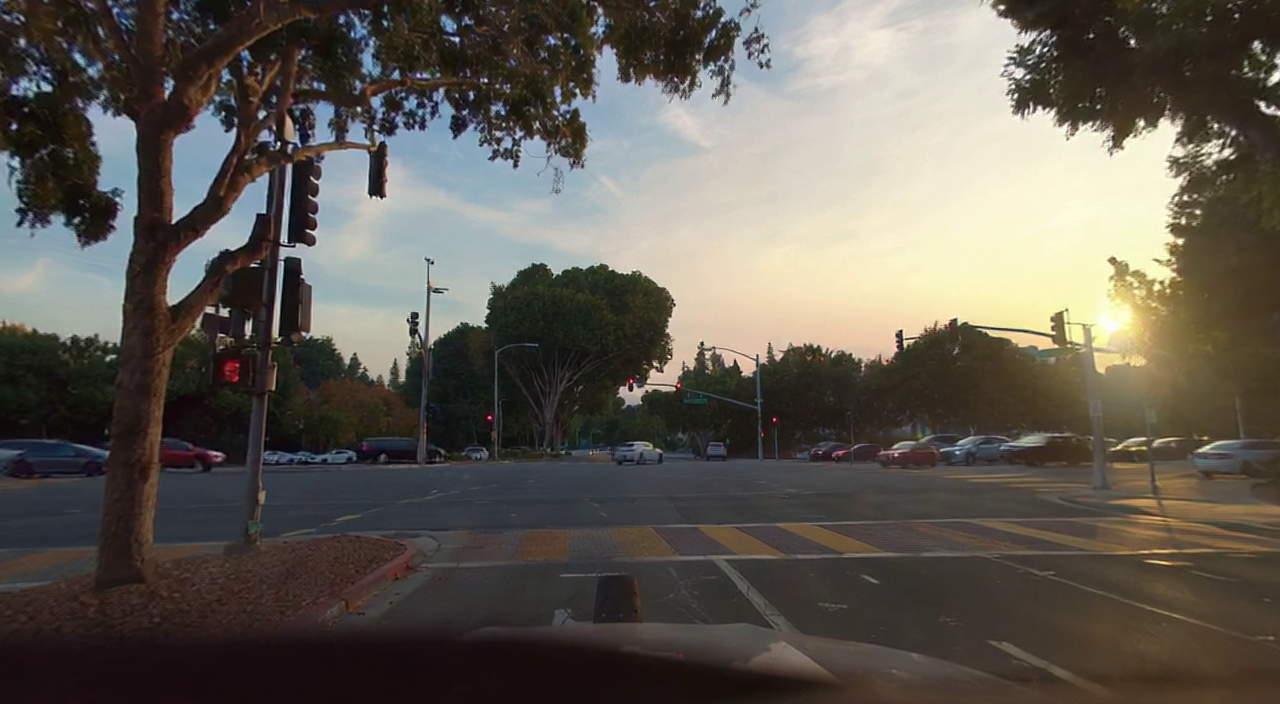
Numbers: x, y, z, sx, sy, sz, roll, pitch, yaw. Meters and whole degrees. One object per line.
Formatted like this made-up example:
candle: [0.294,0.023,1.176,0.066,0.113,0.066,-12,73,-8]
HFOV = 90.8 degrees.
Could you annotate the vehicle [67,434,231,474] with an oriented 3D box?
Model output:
vehicle: [-19.357,4.046,25.201,4.671,1.465,1.934,3,-9,-18]

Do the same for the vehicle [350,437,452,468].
vehicle: [-12.421,5.225,32.906,4.580,1.472,1.891,6,-10,-35]

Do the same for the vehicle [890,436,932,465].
vehicle: [15.549,5.629,36.295,2.001,1.561,4.481,-4,-9,23]

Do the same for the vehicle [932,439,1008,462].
vehicle: [22.486,6.692,43.056,4.533,1.471,1.772,2,-9,-15]

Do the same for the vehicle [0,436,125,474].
vehicle: [-24.854,4.274,26.360,4.709,1.514,1.985,3,-9,-16]

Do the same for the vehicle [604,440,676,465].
vehicle: [0.060,6.270,39.620,1.935,1.476,4.849,-6,-11,37]

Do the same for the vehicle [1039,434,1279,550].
vehicle: [9.290,2.239,10.701,1.993,1.505,4.721,3,-9,0]
